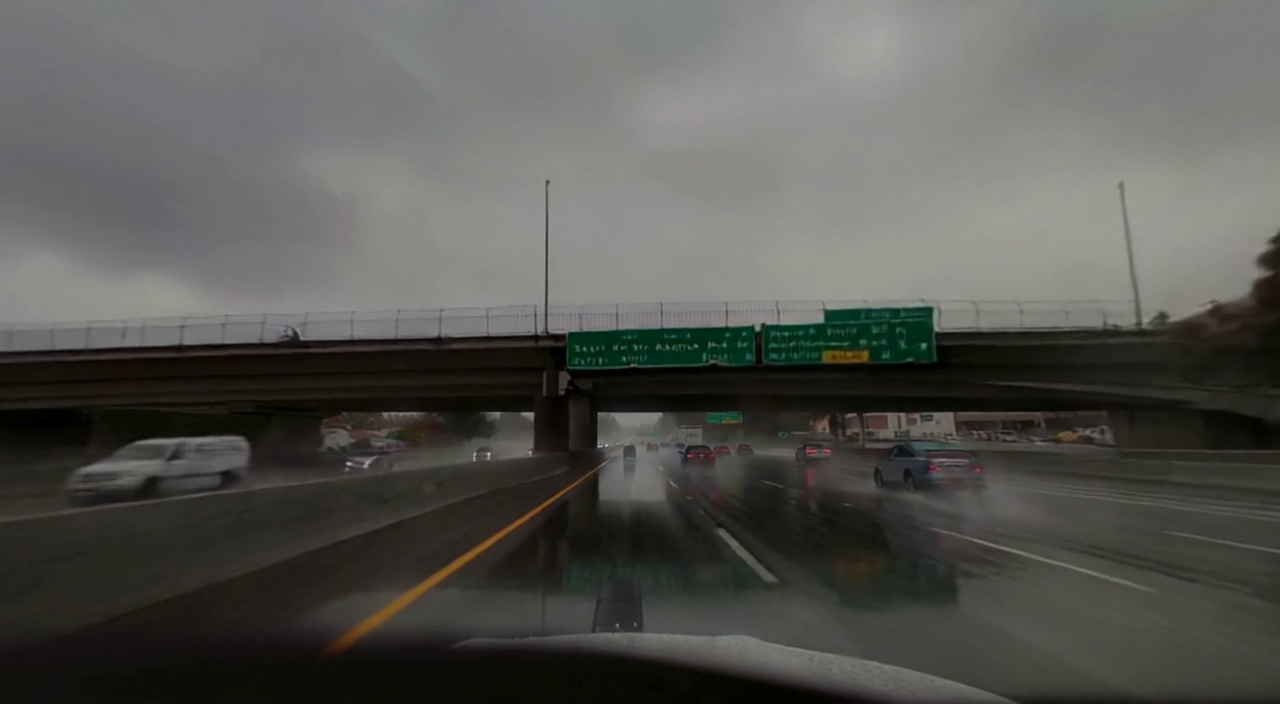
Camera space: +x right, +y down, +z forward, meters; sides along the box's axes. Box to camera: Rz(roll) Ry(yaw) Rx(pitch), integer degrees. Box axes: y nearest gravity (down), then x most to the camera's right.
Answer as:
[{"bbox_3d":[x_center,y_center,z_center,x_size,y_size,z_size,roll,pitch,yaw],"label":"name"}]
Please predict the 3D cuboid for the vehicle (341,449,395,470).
[{"bbox_3d":[-20.876,8.266,48.711,2.057,1.475,4.785,0,-8,0],"label":"vehicle"}]

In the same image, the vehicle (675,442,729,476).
[{"bbox_3d":[2.865,5.076,30.340,1.993,1.507,4.594,0,-8,-2],"label":"vehicle"}]

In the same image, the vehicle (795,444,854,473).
[{"bbox_3d":[9.973,5.761,34.496,1.838,1.440,4.121,0,-8,-2],"label":"vehicle"}]

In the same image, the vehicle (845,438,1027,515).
[{"bbox_3d":[6.553,2.778,14.692,1.952,1.489,4.483,0,-8,-2],"label":"vehicle"}]
